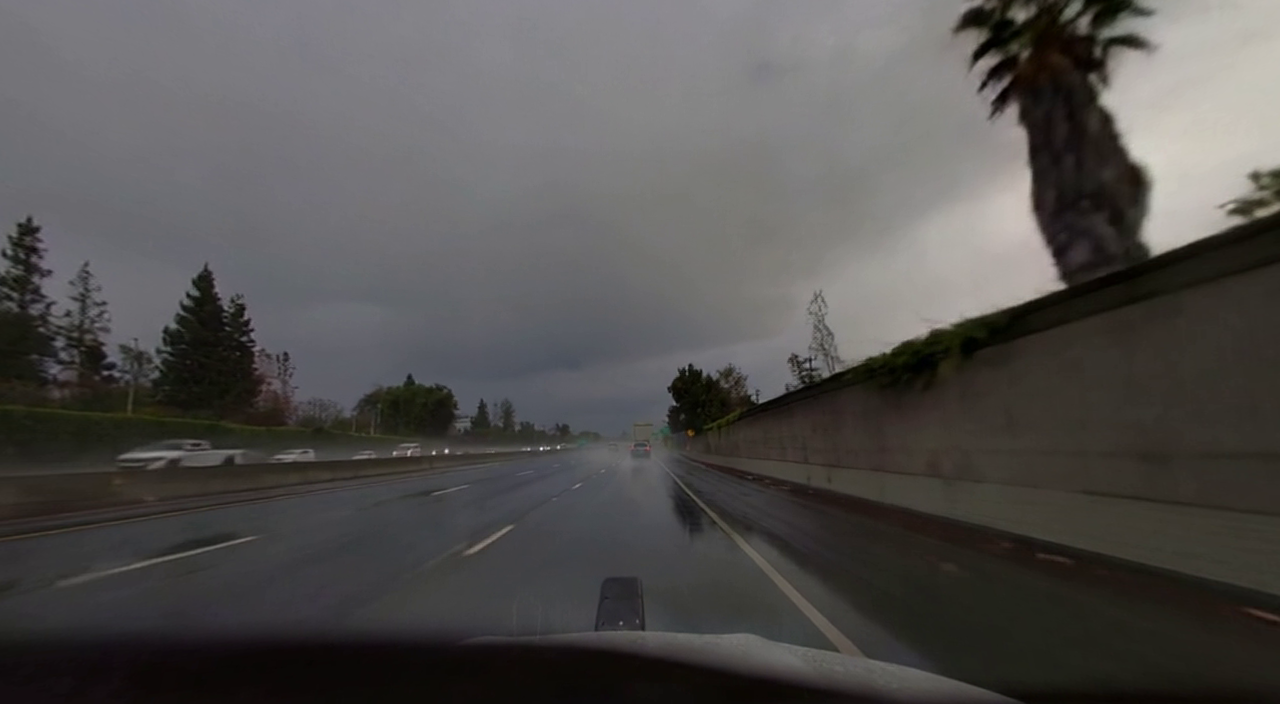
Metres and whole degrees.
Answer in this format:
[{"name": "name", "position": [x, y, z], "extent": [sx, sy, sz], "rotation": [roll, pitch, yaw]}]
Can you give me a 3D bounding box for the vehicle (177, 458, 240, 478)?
[{"name": "vehicle", "position": [-33.880, 9.100, 49.557], "extent": [1.800, 1.470, 4.330], "rotation": [0, -9, 1]}]
